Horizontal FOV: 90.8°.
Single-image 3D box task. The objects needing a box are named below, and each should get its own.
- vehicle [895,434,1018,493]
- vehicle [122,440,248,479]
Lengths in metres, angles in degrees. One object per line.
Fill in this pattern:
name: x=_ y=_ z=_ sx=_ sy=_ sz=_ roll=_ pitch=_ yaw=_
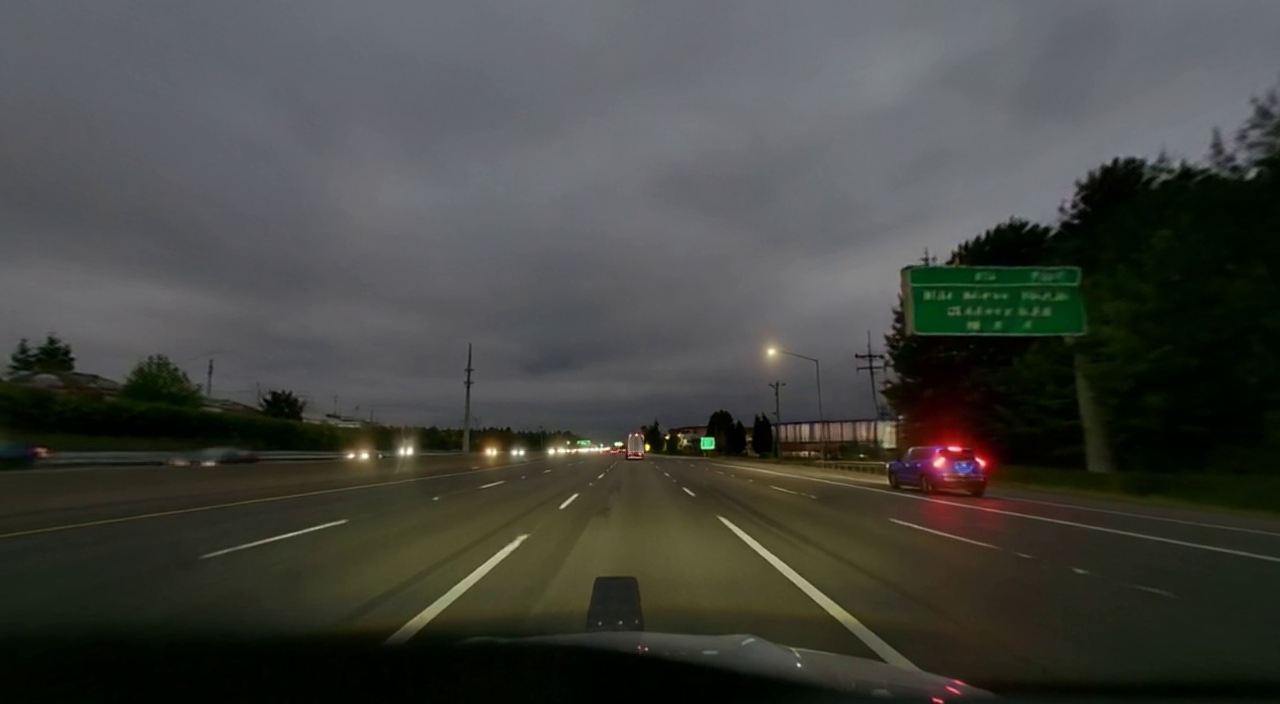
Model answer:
vehicle: x=13.719 y=4.852 z=27.848 sx=2.411 sy=2.326 sz=5.300 roll=0 pitch=-9 yaw=-3
vehicle: x=-19.311 y=4.586 z=27.114 sx=1.977 sy=1.484 sz=4.592 roll=0 pitch=-9 yaw=0
